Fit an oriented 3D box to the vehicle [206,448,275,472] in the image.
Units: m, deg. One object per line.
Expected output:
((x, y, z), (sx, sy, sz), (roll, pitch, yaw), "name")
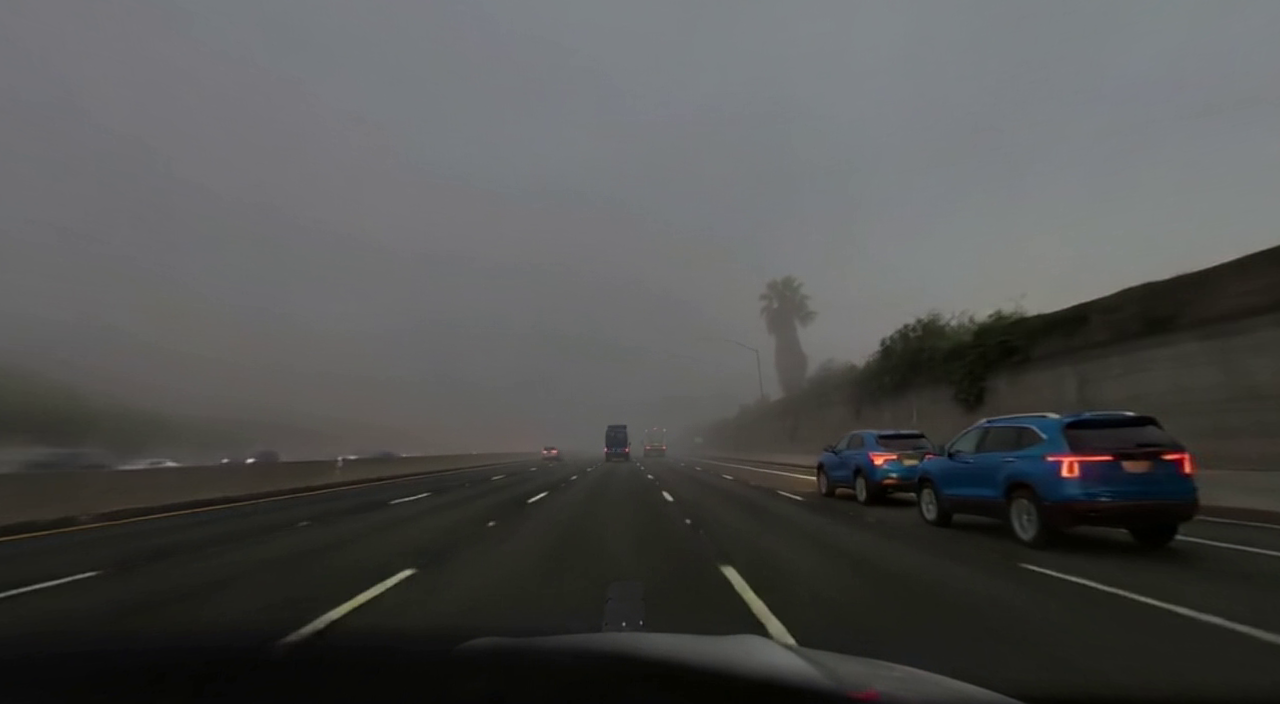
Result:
((-26.251, 7.075, 41.613), (2.023, 1.493, 3.907), (0, -8, -2), "vehicle")

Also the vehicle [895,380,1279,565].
((6.436, 1.803, 10.180), (2.408, 2.210, 4.999), (0, -8, -2), "vehicle")
